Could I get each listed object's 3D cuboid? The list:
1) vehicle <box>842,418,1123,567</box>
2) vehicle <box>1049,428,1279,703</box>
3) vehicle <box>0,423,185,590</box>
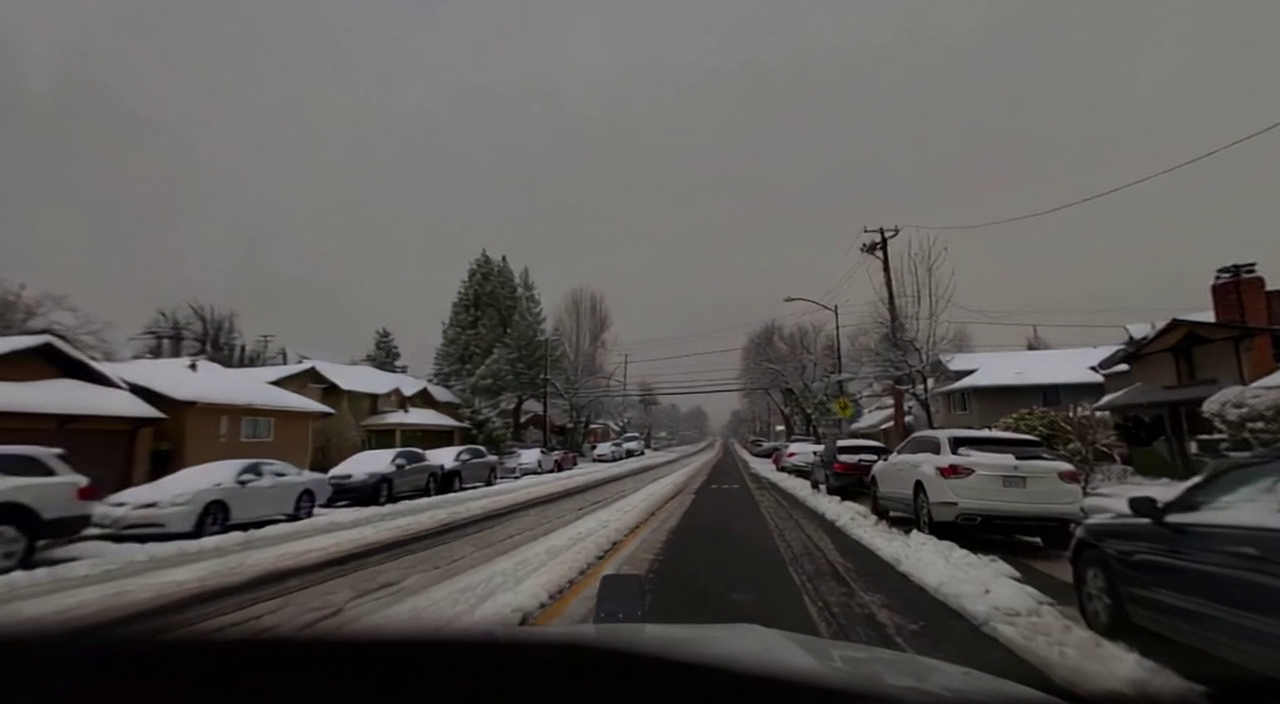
[{"bbox_3d":[4.611,1.928,9.463,2.016,1.670,4.372,-1,-8,5],"label":"vehicle"},{"bbox_3d":[3.954,1.060,2.750,2.001,1.461,4.492,-2,-8,10],"label":"vehicle"},{"bbox_3d":[-8.488,1.788,7.636,4.273,1.772,1.995,1,-8,-9],"label":"vehicle"}]
